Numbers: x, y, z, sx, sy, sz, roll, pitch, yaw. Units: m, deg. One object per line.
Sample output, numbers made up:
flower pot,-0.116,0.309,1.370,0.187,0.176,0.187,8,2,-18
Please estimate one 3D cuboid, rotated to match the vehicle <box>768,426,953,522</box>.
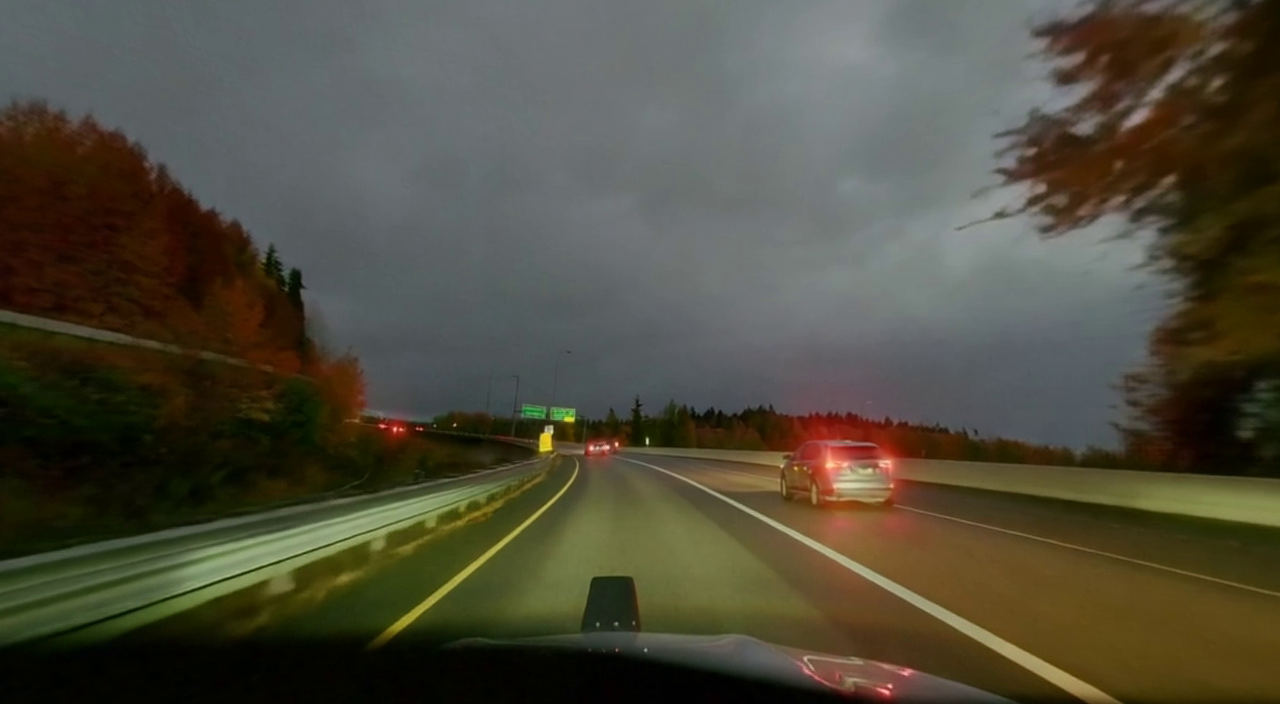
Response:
vehicle,4.052,2.319,12.367,1.952,1.536,4.036,0,-9,-3
